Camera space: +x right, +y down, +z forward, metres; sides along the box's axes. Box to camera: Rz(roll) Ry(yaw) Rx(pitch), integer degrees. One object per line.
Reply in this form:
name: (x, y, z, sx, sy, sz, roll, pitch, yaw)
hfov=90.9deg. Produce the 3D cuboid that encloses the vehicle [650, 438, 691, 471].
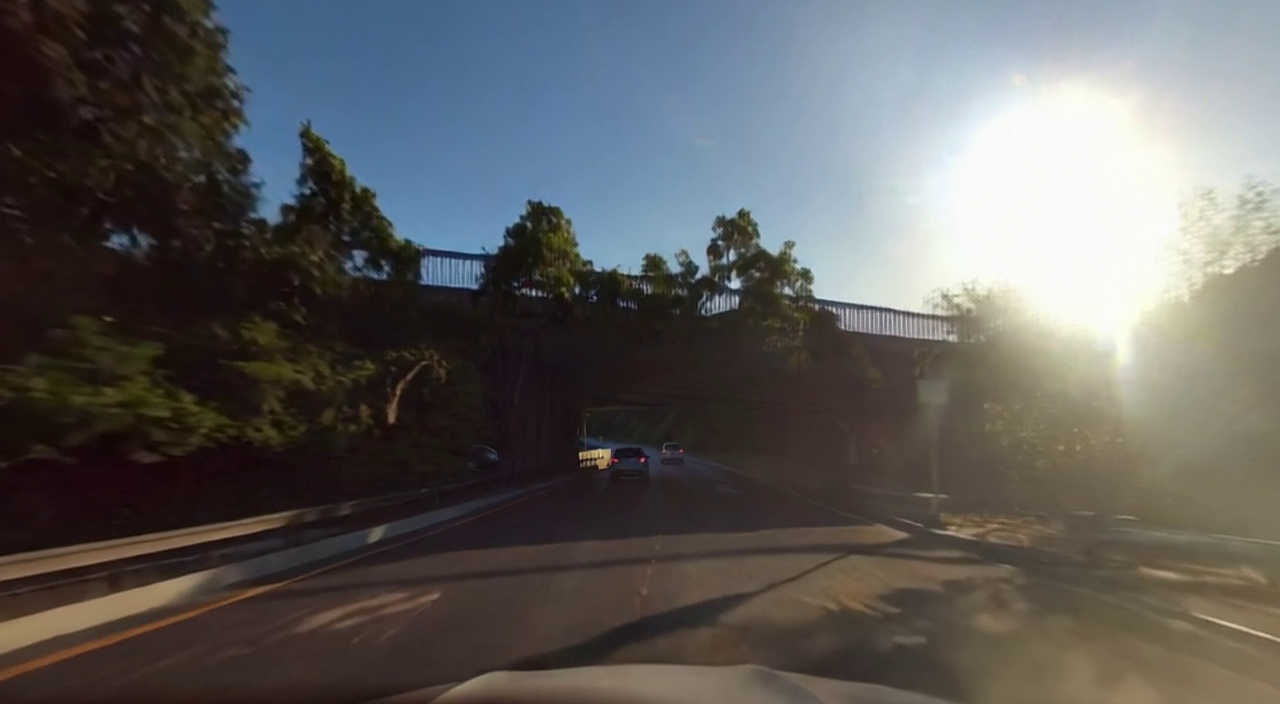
vehicle: (1.930, 6.662, 41.008, 2.273, 2.010, 4.396, 0, -9, -2)

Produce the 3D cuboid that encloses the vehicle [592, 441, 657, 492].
vehicle: (-0.480, 3.909, 21.731, 2.037, 1.601, 3.643, 0, -9, 0)
